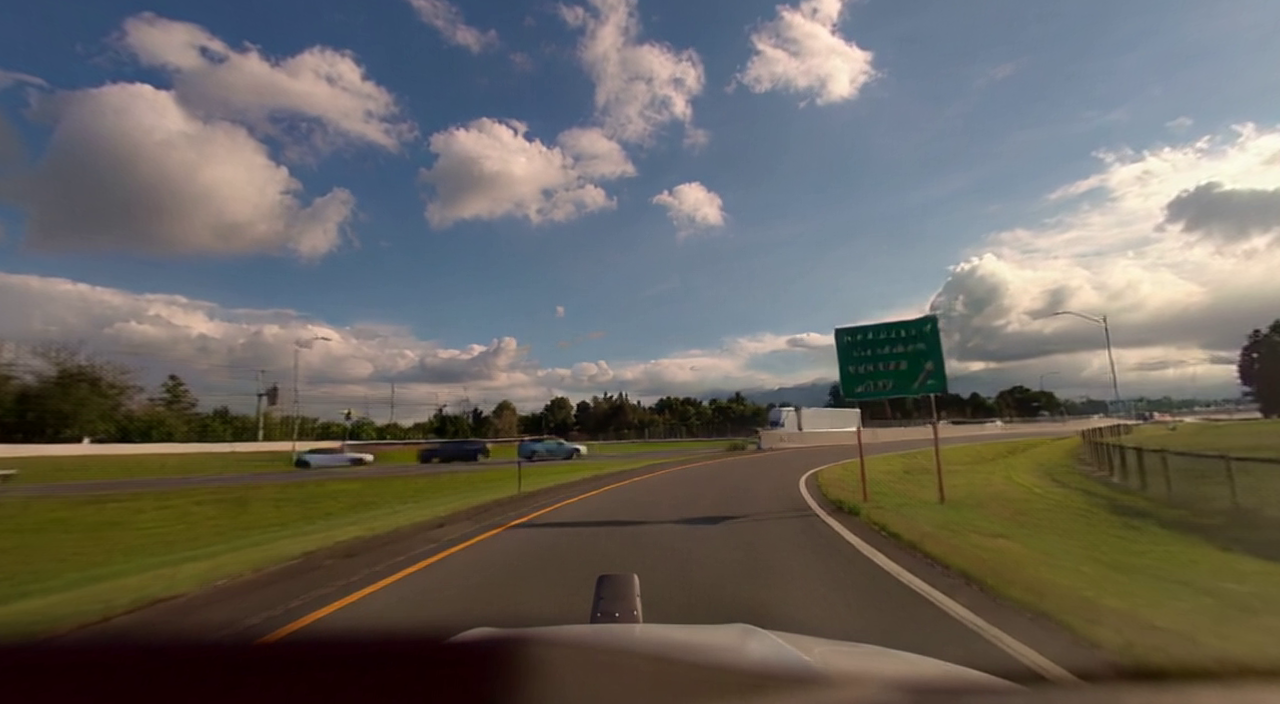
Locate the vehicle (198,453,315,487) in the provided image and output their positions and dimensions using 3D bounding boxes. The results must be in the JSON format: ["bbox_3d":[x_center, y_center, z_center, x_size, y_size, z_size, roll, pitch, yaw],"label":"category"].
[{"bbox_3d":[-19.181,5.845,31.545,4.819,1.496,1.923,5,-10,-34],"label":"vehicle"}]

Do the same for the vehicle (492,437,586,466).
[{"bbox_3d":[-5.771,5.685,36.219,4.843,1.579,2.135,5,-10,-34],"label":"vehicle"}]

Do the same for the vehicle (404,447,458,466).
[{"bbox_3d":[-16.329,8.128,49.150,3.568,1.400,1.711,5,-10,-36],"label":"vehicle"}]
